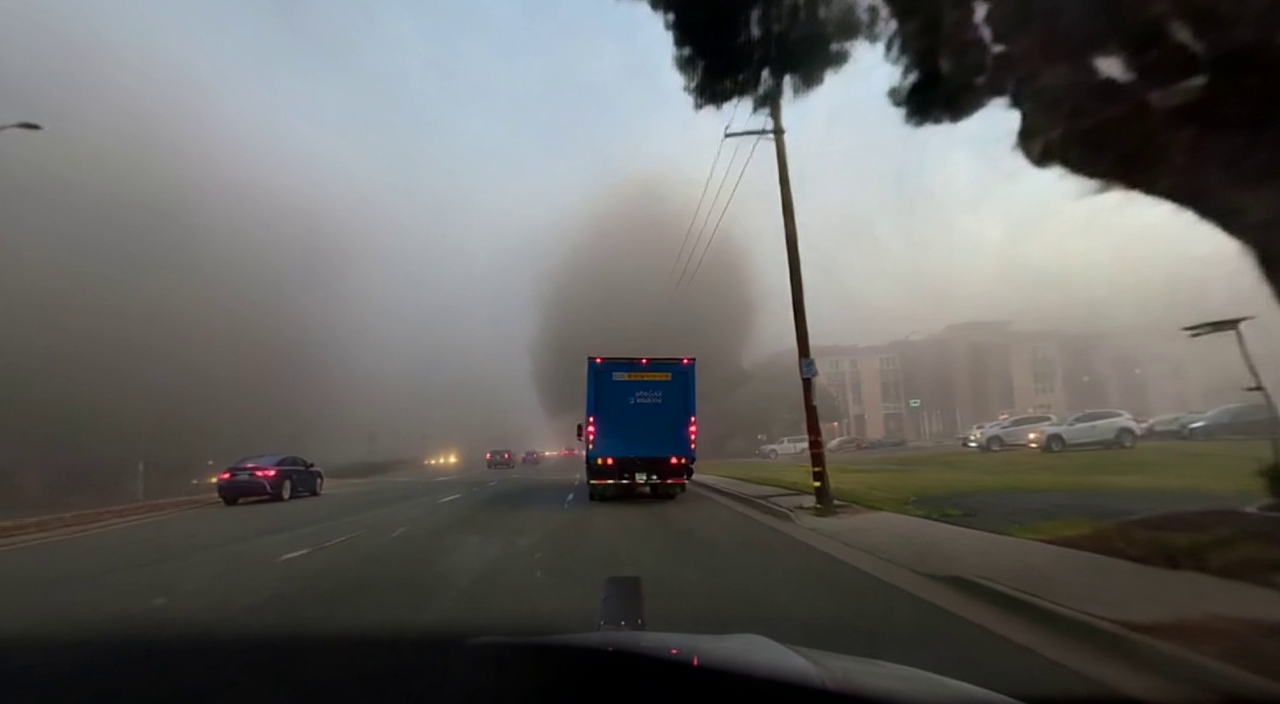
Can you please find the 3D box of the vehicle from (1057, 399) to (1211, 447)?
[{"bbox_3d":[23.250,3.497,29.983,2.220,1.981,5.827,2,-9,-6],"label":"vehicle"}]

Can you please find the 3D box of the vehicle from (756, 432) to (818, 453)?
[{"bbox_3d":[11.441,7.041,48.914,4.321,1.579,1.823,1,-8,-4],"label":"vehicle"}]

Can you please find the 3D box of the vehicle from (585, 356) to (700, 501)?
[{"bbox_3d":[-0.321,2.577,20.318,2.905,3.644,8.807,1,-9,-5],"label":"vehicle"}]

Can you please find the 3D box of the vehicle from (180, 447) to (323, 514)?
[{"bbox_3d":[-10.908,3.577,18.071,1.958,1.672,4.283,1,-9,-10],"label":"vehicle"}]

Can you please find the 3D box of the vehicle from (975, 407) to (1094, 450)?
[{"bbox_3d":[17.984,3.583,28.948,1.880,1.804,4.679,1,-9,-9],"label":"vehicle"}]

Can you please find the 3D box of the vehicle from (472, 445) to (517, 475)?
[{"bbox_3d":[-9.226,6.849,40.163,2.095,1.759,4.433,0,-9,-3],"label":"vehicle"}]

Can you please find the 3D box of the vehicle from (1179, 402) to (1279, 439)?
[{"bbox_3d":[28.662,3.322,30.146,1.827,1.498,3.785,-3,-9,-7],"label":"vehicle"}]
